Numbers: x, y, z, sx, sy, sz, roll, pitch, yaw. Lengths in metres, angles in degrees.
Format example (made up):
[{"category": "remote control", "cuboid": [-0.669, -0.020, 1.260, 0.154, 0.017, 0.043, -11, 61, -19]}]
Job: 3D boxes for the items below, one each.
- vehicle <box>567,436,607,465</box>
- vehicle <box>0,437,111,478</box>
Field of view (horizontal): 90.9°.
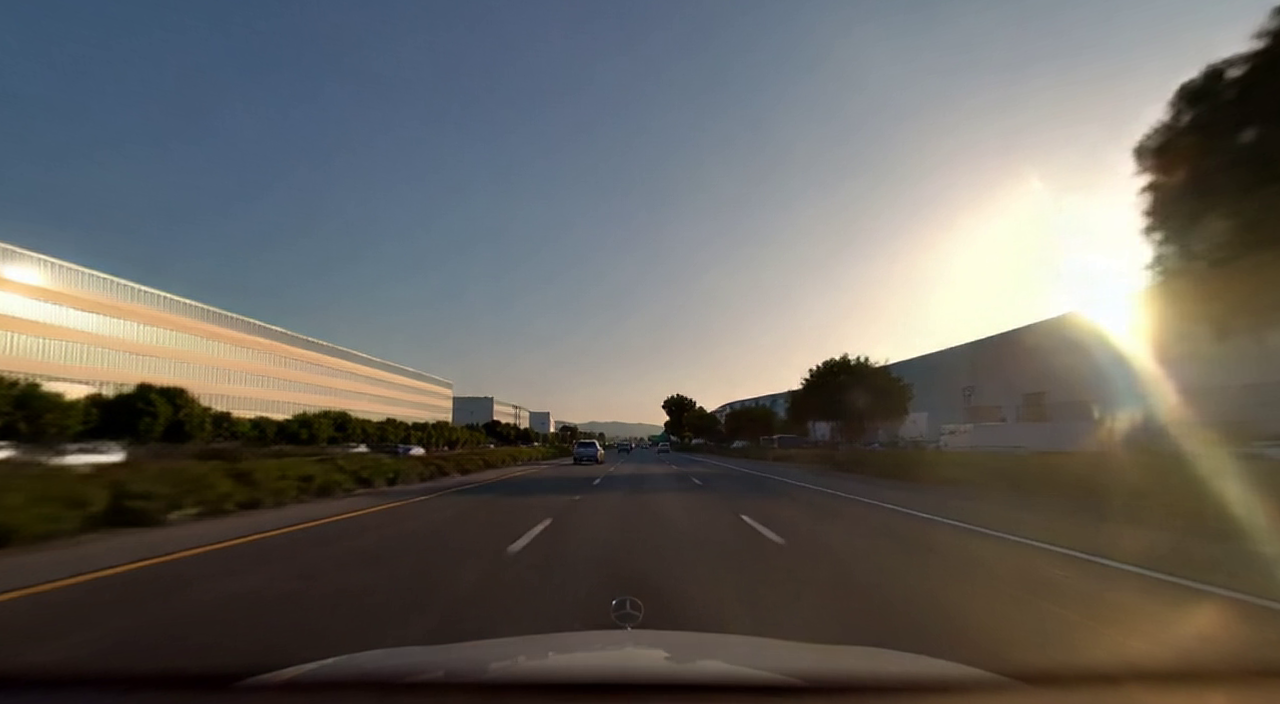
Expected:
[{"category": "vehicle", "cuboid": [-3.570, 6.751, 43.382, 2.218, 1.850, 4.774, 0, -8, 1]}, {"category": "vehicle", "cuboid": [-28.202, 4.947, 29.855, 1.975, 1.771, 4.906, 0, -8, 1]}]
